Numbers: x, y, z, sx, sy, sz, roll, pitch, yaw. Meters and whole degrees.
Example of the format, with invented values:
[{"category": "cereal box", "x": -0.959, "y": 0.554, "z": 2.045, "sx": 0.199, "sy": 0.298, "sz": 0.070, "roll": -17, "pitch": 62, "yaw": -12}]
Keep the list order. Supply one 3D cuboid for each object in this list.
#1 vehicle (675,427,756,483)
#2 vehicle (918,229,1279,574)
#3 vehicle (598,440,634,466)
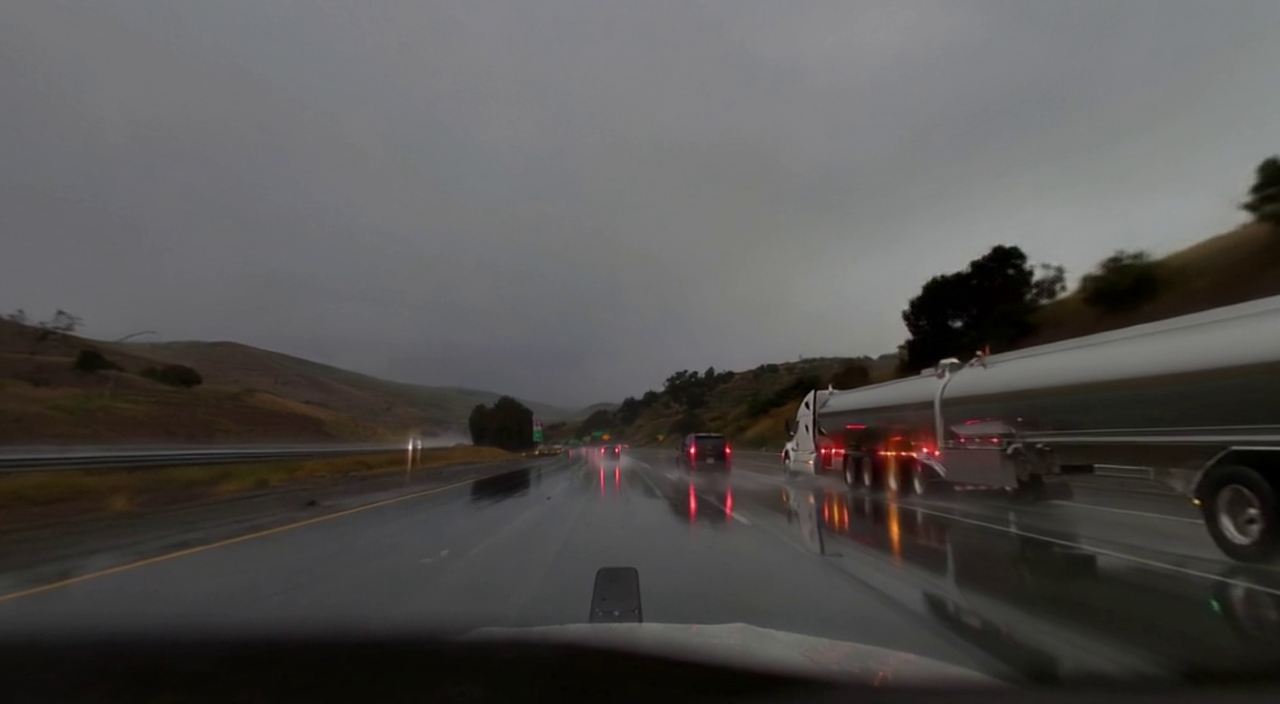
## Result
[{"category": "vehicle", "x": 2.576, "y": 3.668, "z": 22.730, "sx": 2.098, "sy": 1.794, "sz": 4.561, "roll": 0, "pitch": -8, "yaw": -3}, {"category": "vehicle", "x": 7.402, "y": 0.821, "z": 8.365, "sx": 2.805, "sy": 3.212, "sz": 9.978, "roll": 0, "pitch": -8, "yaw": -1}, {"category": "vehicle", "x": -1.486, "y": 6.051, "z": 37.908, "sx": 2.083, "sy": 1.477, "sz": 3.965, "roll": 0, "pitch": -8, "yaw": -4}]
